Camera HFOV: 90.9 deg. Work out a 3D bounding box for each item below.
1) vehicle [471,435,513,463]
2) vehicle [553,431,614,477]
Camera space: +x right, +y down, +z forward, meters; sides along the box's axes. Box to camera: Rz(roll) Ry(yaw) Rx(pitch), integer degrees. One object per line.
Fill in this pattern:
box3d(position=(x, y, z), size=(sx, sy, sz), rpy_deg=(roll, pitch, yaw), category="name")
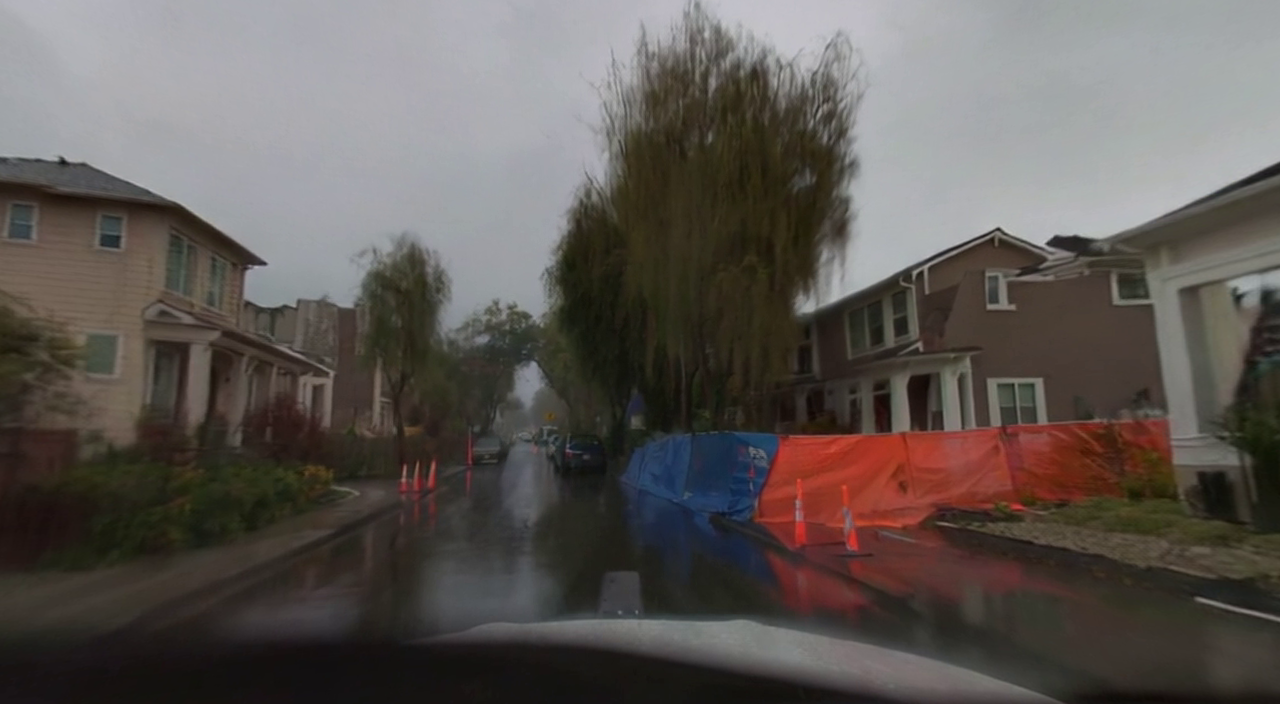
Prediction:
box3d(position=(-8.603, 5.613, 36.831), size=(1.834, 1.543, 3.497), rpy_deg=(0, -8, -4), category="vehicle")
box3d(position=(-2.441, 4.195, 26.309), size=(2.066, 1.739, 4.234), rpy_deg=(1, -8, -11), category="vehicle")
